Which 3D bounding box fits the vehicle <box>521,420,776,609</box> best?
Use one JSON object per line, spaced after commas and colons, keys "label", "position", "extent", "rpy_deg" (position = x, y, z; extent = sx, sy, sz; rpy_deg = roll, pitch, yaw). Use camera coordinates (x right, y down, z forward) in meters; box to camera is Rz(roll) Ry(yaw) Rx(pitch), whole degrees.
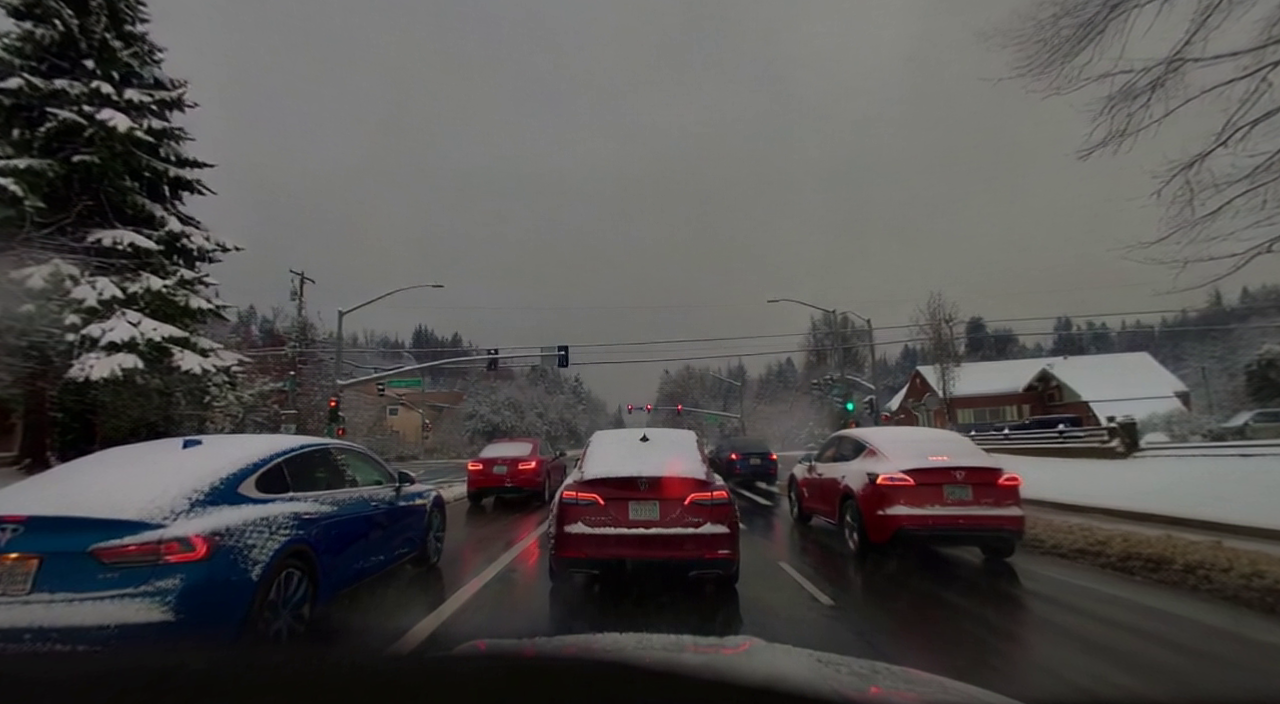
{"label": "vehicle", "position": [0.062, 1.688, 7.495], "extent": [2.144, 1.563, 4.218], "rpy_deg": [0, -8, 0]}

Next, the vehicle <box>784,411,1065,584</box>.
{"label": "vehicle", "position": [3.393, 1.775, 8.552], "extent": [1.938, 1.732, 4.006], "rpy_deg": [1, -8, 0]}

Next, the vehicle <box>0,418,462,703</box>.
{"label": "vehicle", "position": [-3.083, 1.367, 4.992], "extent": [2.015, 1.478, 4.407], "rpy_deg": [0, -8, 1]}

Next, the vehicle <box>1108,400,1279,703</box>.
{"label": "vehicle", "position": [3.296, 0.702, 0.726], "extent": [1.951, 1.522, 4.614], "rpy_deg": [0, -9, 0]}
